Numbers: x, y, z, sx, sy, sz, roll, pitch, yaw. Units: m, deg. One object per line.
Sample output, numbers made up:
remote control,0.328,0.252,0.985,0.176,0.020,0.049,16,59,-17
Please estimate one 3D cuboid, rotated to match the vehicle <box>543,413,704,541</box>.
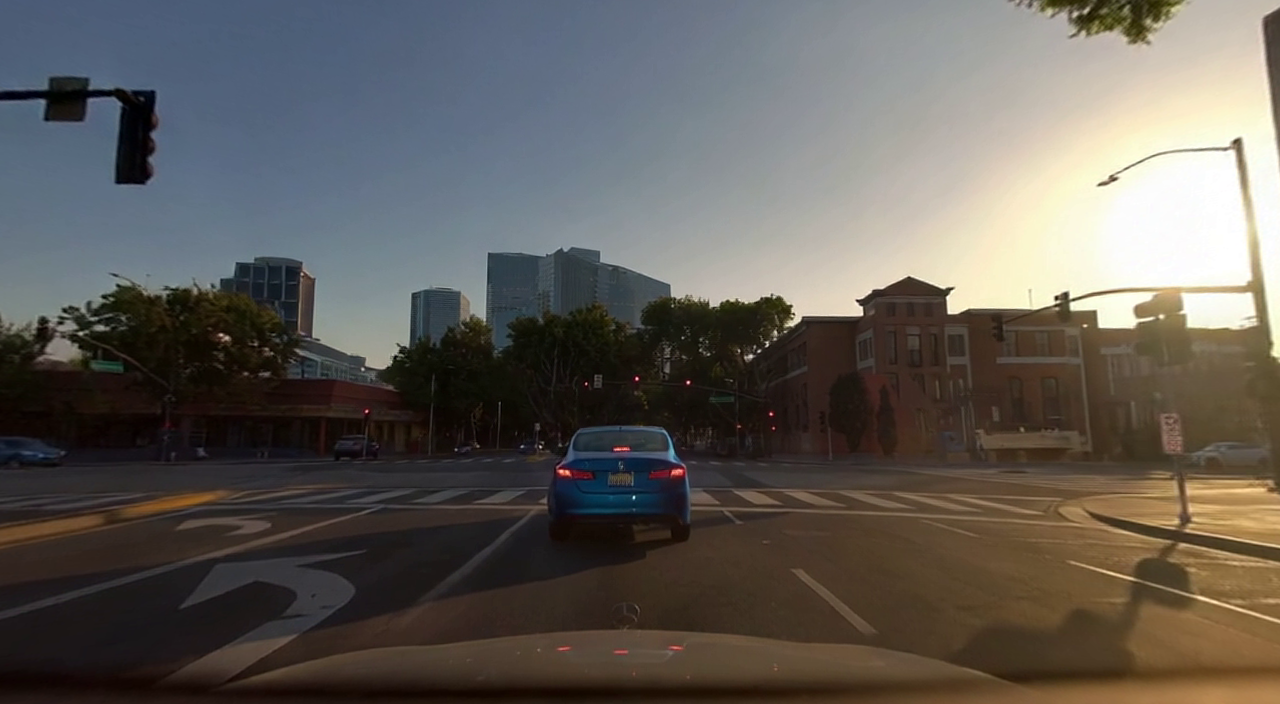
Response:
vehicle,-0.253,1.898,10.146,2.066,1.618,3.922,0,-8,-1
